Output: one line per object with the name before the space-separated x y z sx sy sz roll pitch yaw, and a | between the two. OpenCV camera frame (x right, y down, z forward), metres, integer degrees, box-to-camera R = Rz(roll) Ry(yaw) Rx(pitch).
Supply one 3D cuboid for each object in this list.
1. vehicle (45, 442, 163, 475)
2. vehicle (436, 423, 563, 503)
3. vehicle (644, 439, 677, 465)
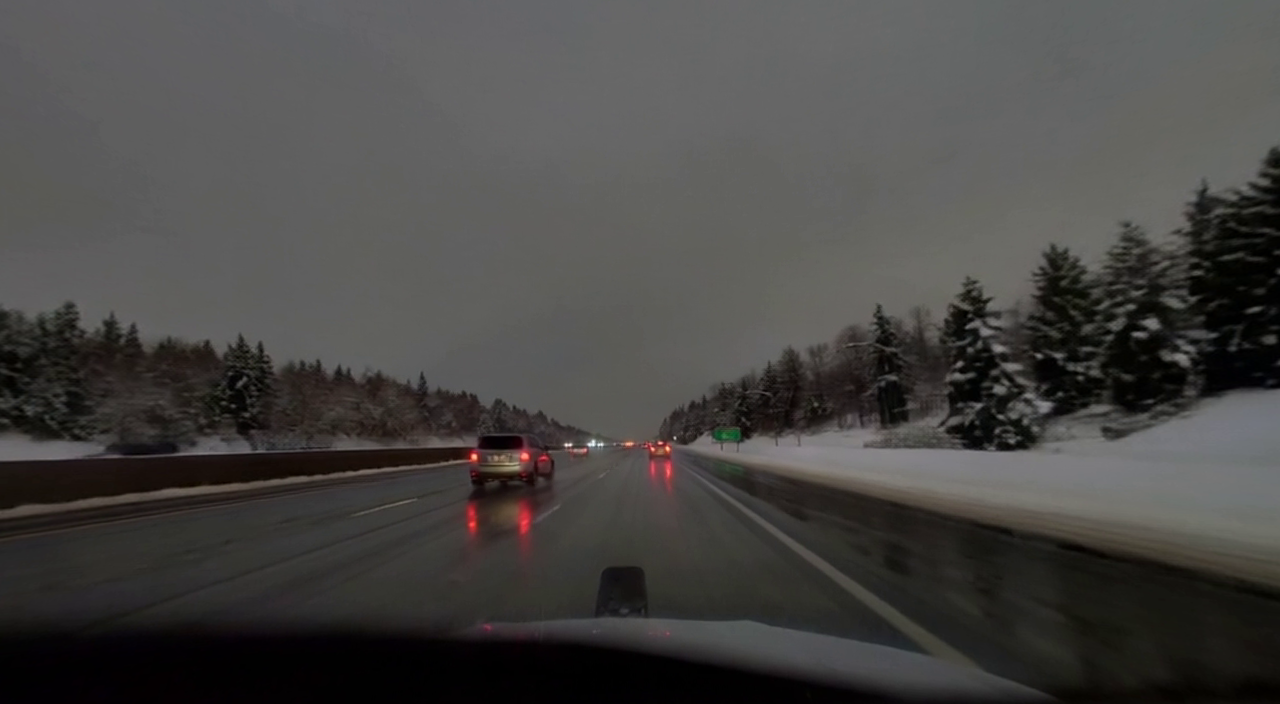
vehicle | -26.282 5.214 31.155 1.857 1.493 4.452 -1 -9 0
vehicle | -3.430 2.828 16.411 2.214 1.759 4.435 -1 -8 1
vehicle | 1.307 6.435 40.789 2.023 1.589 4.030 -1 -8 1
